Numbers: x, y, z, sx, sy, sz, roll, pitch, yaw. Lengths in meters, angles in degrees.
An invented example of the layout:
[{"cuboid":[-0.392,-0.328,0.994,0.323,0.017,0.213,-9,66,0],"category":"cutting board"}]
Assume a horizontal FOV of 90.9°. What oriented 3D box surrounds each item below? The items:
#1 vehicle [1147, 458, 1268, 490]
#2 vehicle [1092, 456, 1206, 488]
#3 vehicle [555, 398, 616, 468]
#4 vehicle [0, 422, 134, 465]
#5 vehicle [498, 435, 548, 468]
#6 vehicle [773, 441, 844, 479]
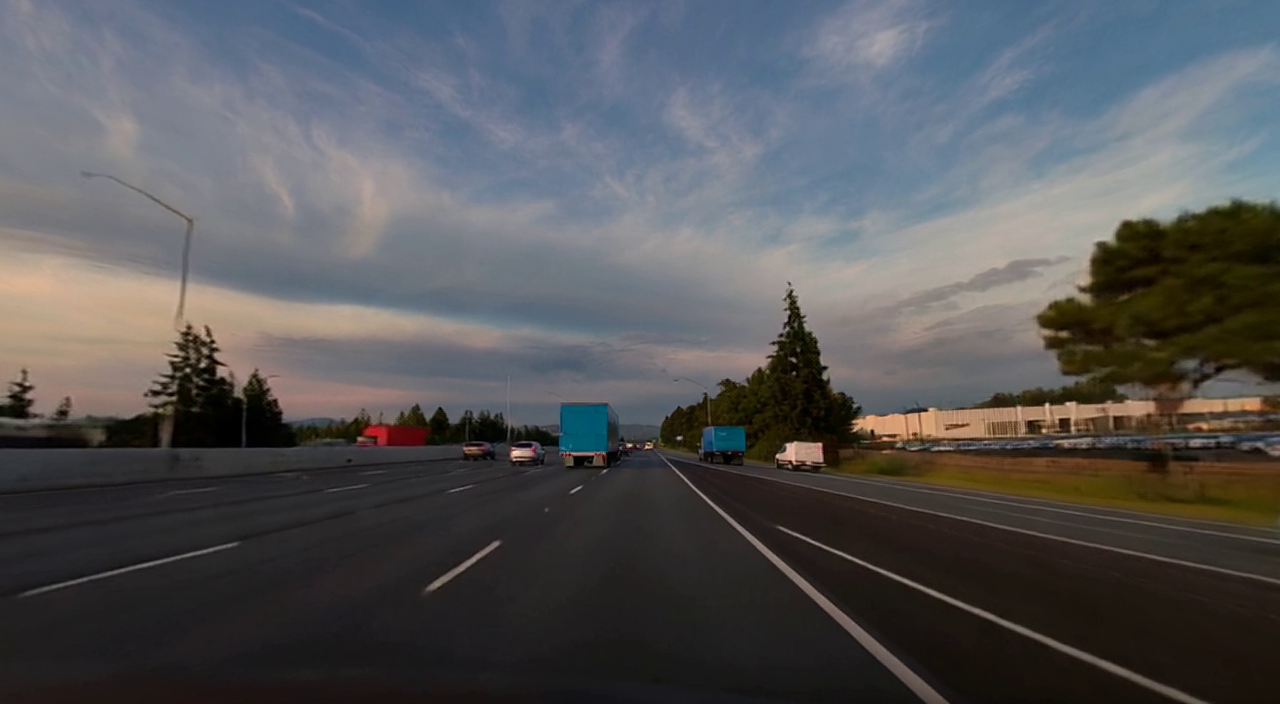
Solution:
[{"cuboid":[28.339,6.094,31.601,4.298,1.453,1.877,0,-8,-2],"category":"vehicle"},{"cuboid":[27.934,6.558,34.684,4.569,1.449,2.013,-2,-8,-3],"category":"vehicle"},{"cuboid":[-3.359,5.599,42.772,2.905,4.037,12.921,0,-8,1],"category":"vehicle"},{"cuboid":[-36.666,5.800,40.071,2.598,2.463,7.577,0,-8,1],"category":"vehicle"},{"cuboid":[-6.915,5.940,37.870,2.058,1.840,4.443,0,-8,1],"category":"vehicle"},{"cuboid":[8.262,5.324,31.364,2.083,1.706,4.129,1,-8,-5],"category":"vehicle"}]
